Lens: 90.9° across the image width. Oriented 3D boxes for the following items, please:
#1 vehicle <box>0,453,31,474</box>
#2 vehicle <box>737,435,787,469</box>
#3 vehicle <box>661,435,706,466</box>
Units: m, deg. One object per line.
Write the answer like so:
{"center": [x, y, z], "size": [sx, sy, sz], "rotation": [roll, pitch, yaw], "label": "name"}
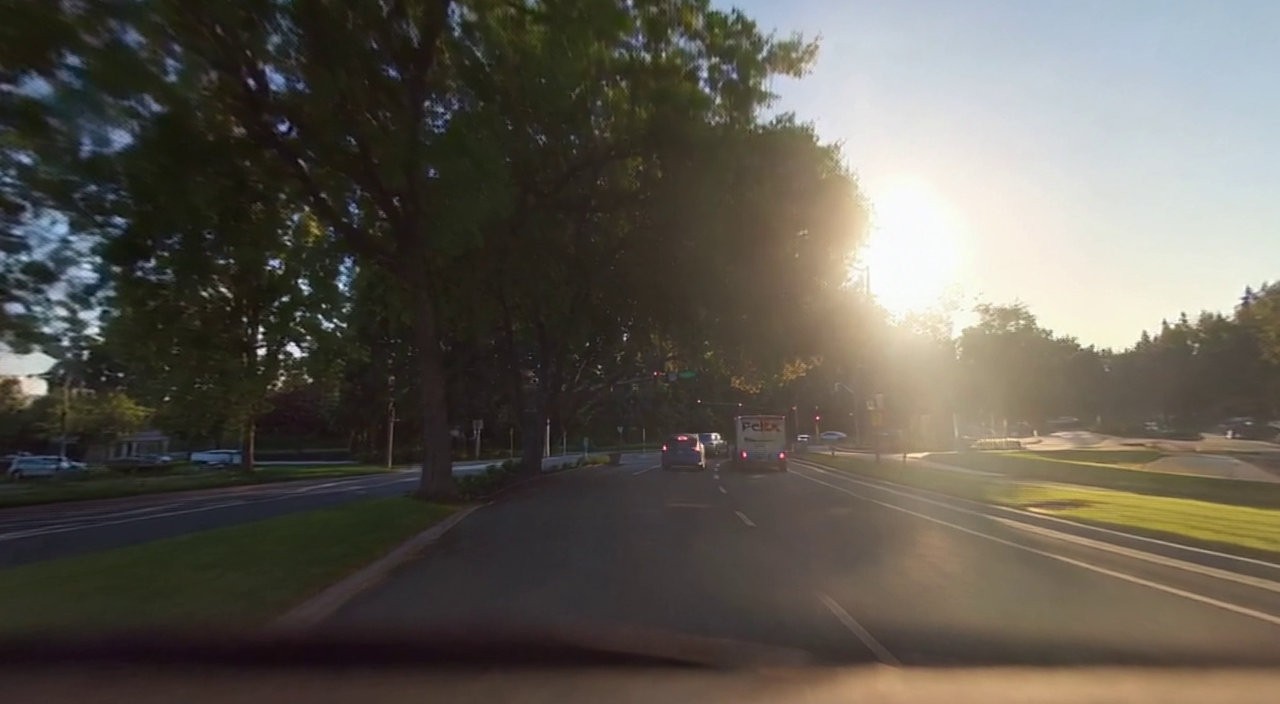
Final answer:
{"center": [-49.925, 8.705, 49.387], "size": [3.757, 1.518, 1.854], "rotation": [-4, -10, 27], "label": "vehicle"}
{"center": [5.743, 4.761, 30.174], "size": [1.989, 1.497, 4.436], "rotation": [-1, -9, 6], "label": "vehicle"}
{"center": [2.336, 5.129, 32.824], "size": [2.066, 1.482, 4.273], "rotation": [-1, -9, 7], "label": "vehicle"}
